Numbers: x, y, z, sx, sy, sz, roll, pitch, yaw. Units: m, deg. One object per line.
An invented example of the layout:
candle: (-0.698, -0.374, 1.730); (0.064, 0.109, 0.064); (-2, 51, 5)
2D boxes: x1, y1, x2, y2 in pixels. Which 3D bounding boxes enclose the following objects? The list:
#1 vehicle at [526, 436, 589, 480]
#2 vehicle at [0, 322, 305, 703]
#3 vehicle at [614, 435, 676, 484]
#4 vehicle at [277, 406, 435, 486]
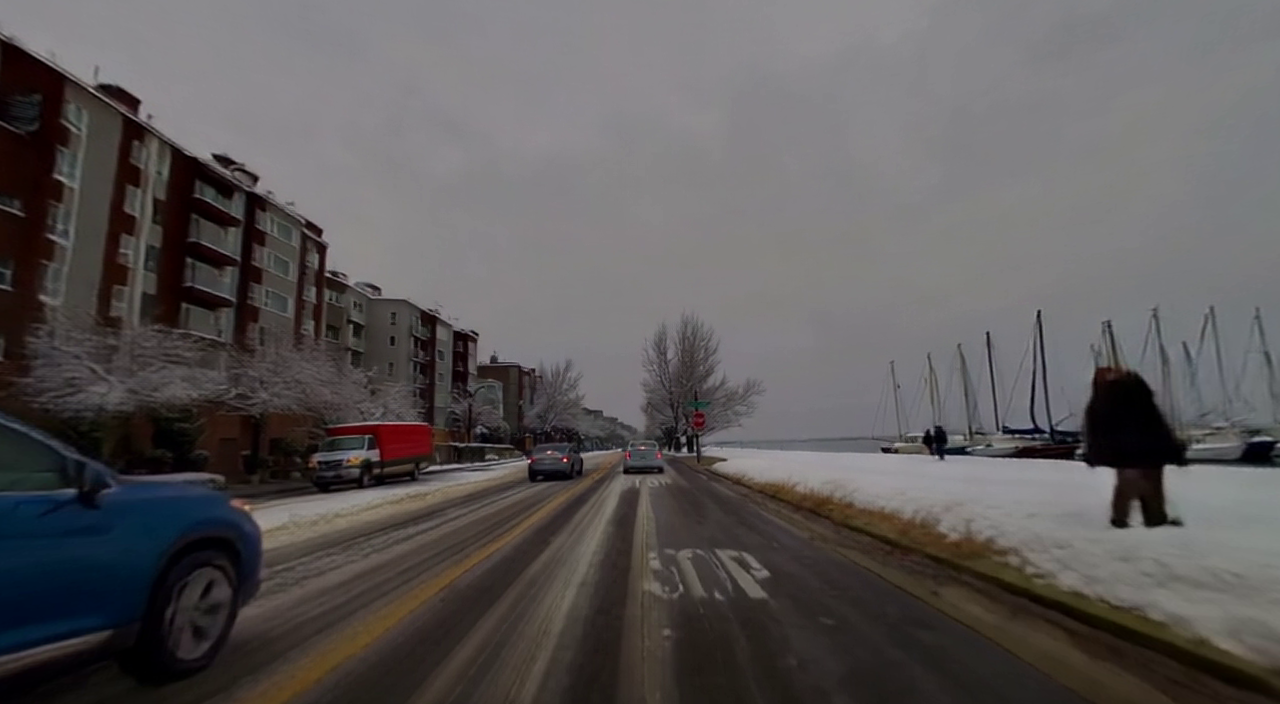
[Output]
vehicle: (-3.402, 4.497, 26.907); (2.056, 1.680, 4.205); (-1, -9, 1)
vehicle: (-3.565, 0.774, 2.261); (2.082, 1.817, 4.724); (0, -9, 0)
vehicle: (0.161, 3.887, 22.991); (2.057, 1.624, 3.726); (0, -9, 0)
vehicle: (-13.339, 4.634, 30.903); (2.924, 3.288, 9.352); (-1, -9, 3)
